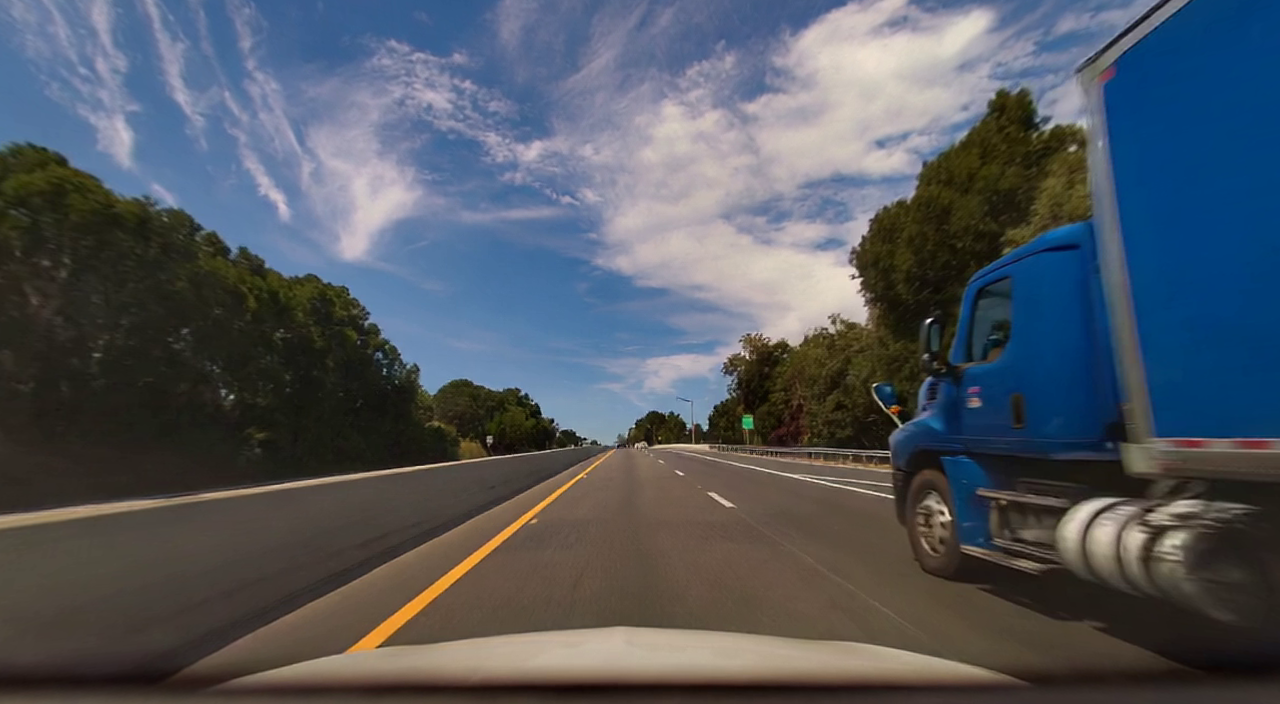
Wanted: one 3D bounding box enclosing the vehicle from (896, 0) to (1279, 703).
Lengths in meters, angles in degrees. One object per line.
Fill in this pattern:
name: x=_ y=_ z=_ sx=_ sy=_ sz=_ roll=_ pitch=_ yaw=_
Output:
vehicle: x=4.077 y=-0.374 z=0.926 sx=2.948 sy=3.586 sz=10.177 roll=0 pitch=-8 yaw=-1
